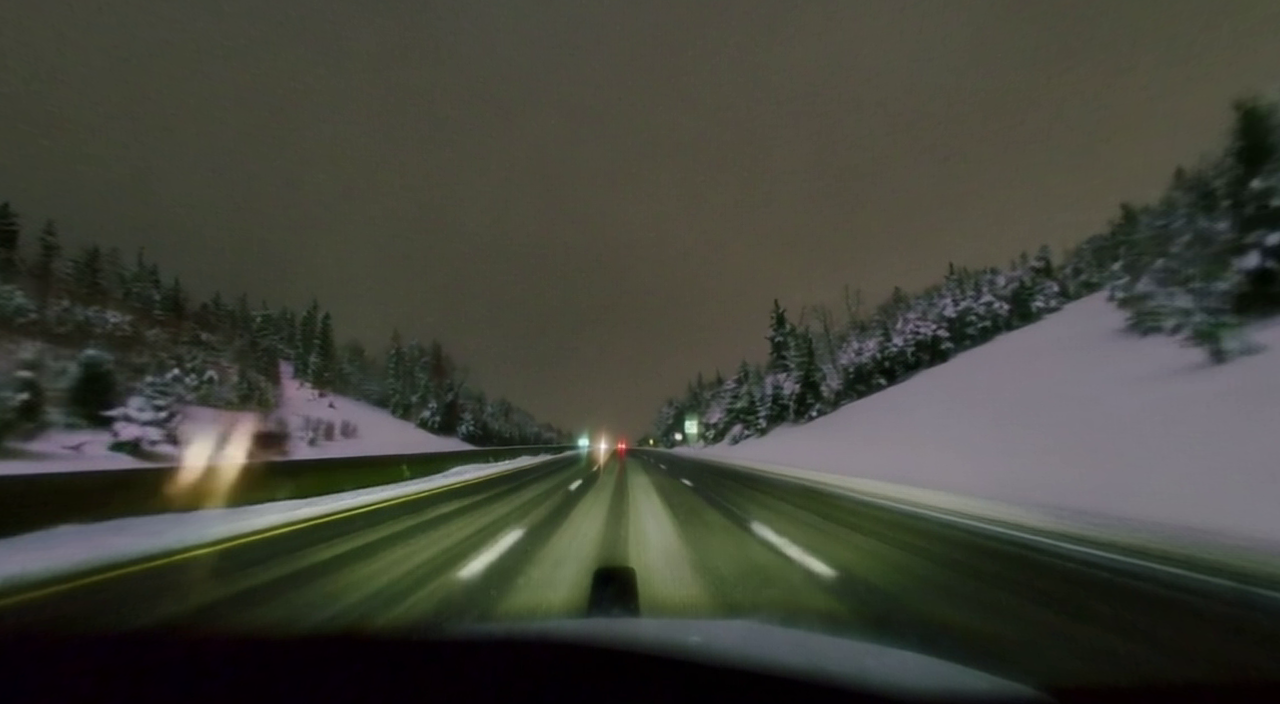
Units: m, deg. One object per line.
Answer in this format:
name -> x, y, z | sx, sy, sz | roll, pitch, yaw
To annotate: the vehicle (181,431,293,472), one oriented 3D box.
vehicle -> -16.795, 4.154, 26.510 | 1.877, 1.573, 4.360 | 0, -8, -1
